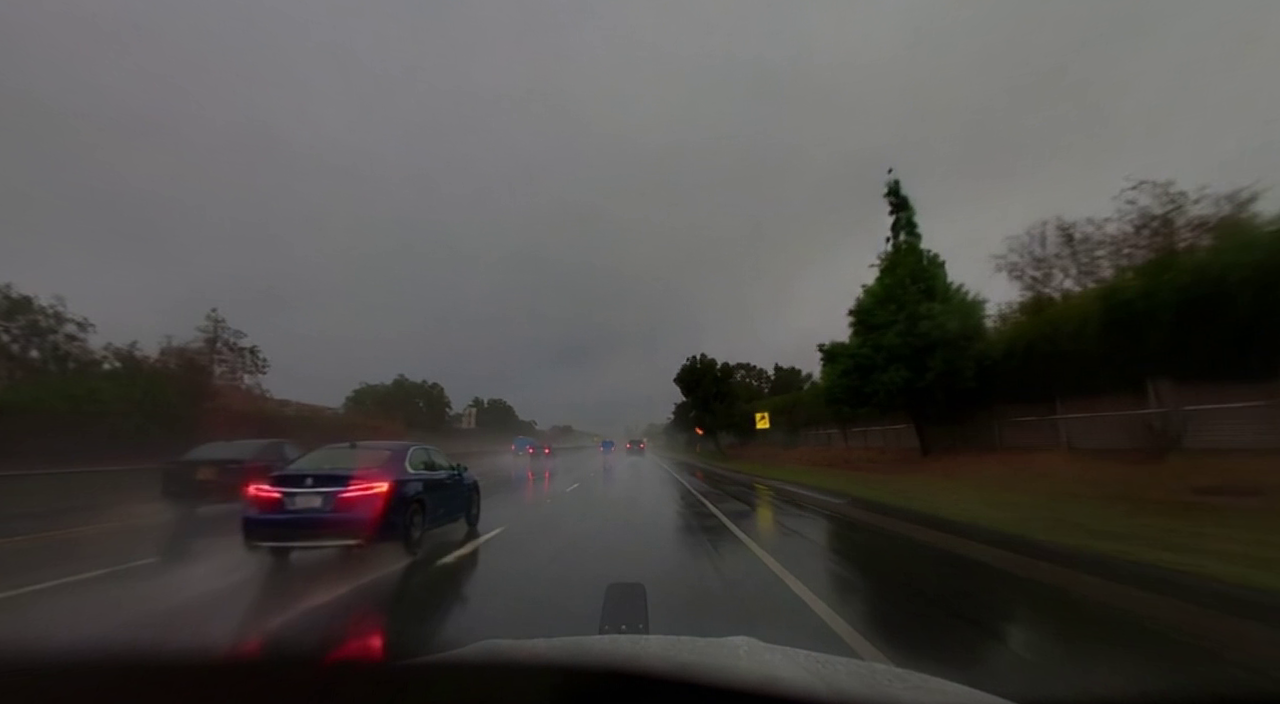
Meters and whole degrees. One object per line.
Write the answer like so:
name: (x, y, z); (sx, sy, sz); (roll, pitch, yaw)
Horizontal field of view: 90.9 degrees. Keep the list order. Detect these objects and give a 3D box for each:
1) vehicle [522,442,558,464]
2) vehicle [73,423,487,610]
vehicle: (-7.501, 7.594, 47.564); (2.014, 1.598, 4.015); (0, -8, 1)
vehicle: (-3.568, 1.716, 7.708); (2.081, 1.514, 4.943); (0, -8, 1)
